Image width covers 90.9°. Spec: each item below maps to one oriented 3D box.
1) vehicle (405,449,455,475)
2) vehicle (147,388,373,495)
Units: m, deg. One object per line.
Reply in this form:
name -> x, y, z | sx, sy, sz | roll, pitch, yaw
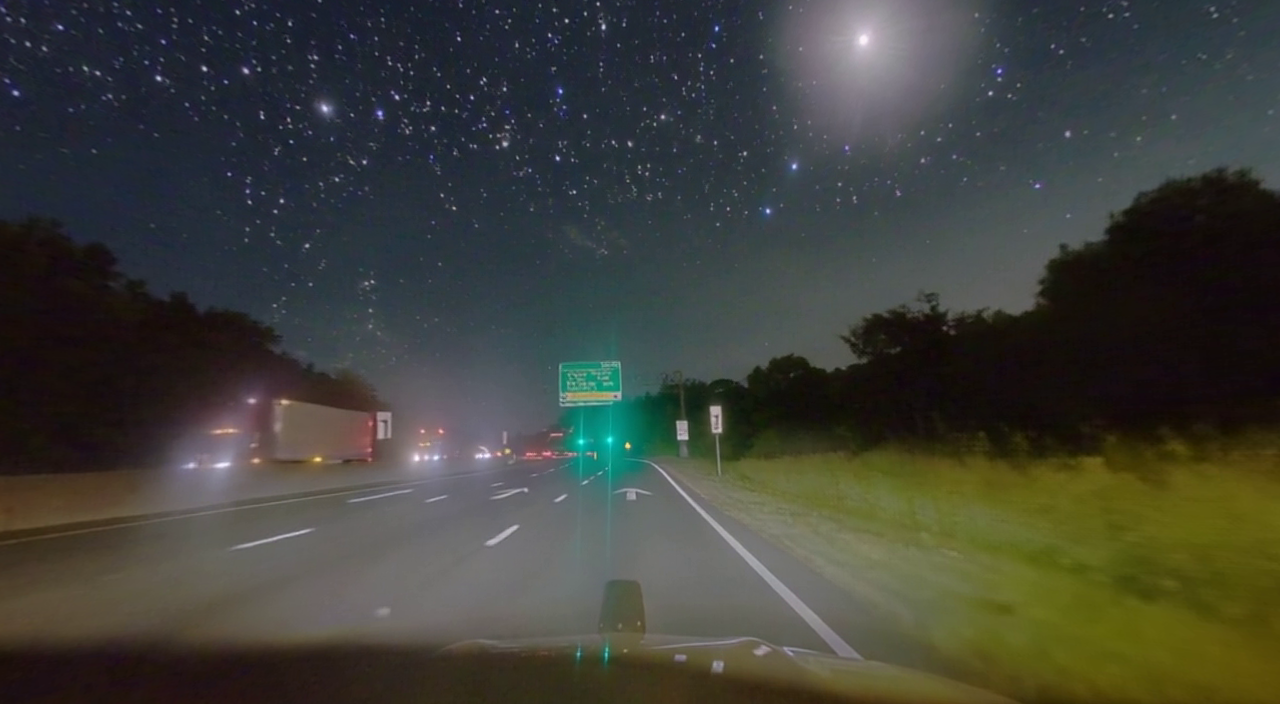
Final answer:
vehicle -> -15.201, 8.005, 45.900 | 2.144, 1.764, 4.730 | 0, -9, -2
vehicle -> -15.009, 3.823, 26.467 | 2.988, 3.568, 10.170 | 0, -9, 1
